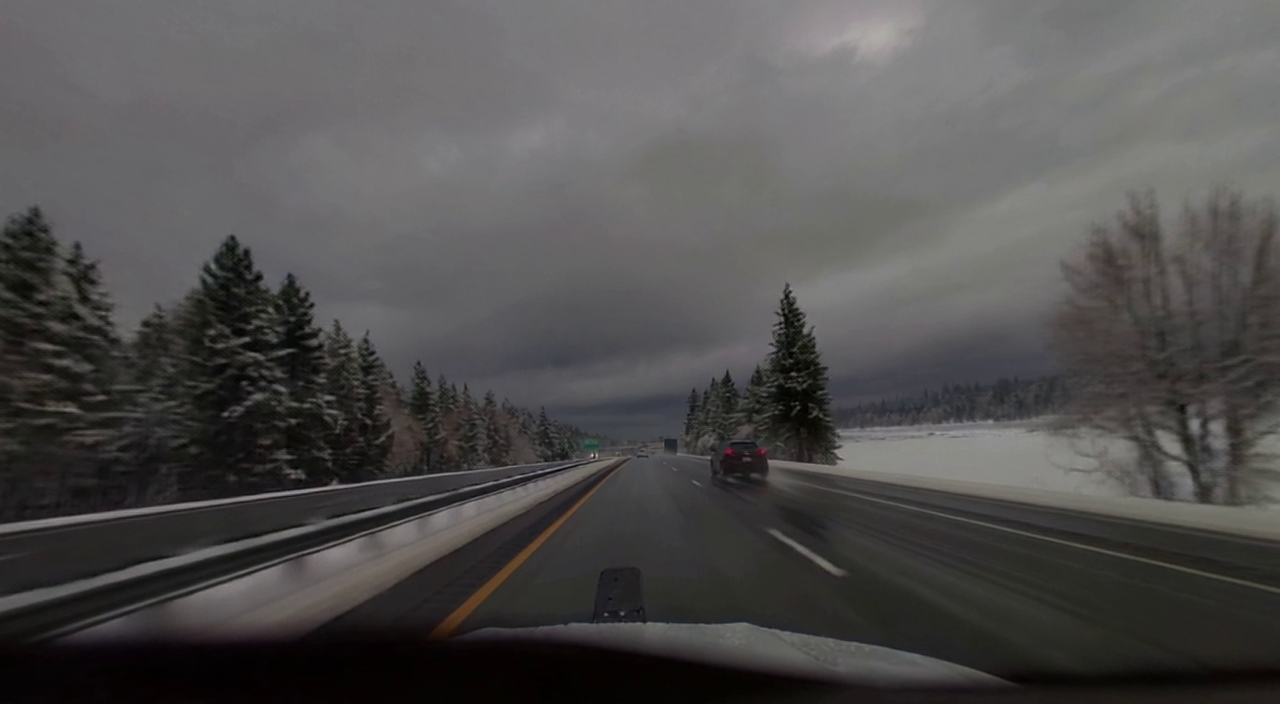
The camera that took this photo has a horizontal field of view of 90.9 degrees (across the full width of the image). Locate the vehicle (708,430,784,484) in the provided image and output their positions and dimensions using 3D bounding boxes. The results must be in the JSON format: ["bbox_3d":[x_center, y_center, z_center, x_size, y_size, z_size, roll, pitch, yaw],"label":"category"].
[{"bbox_3d":[4.271,4.349,26.242,2.189,2.007,4.872,0,-9,-2],"label":"vehicle"}]
